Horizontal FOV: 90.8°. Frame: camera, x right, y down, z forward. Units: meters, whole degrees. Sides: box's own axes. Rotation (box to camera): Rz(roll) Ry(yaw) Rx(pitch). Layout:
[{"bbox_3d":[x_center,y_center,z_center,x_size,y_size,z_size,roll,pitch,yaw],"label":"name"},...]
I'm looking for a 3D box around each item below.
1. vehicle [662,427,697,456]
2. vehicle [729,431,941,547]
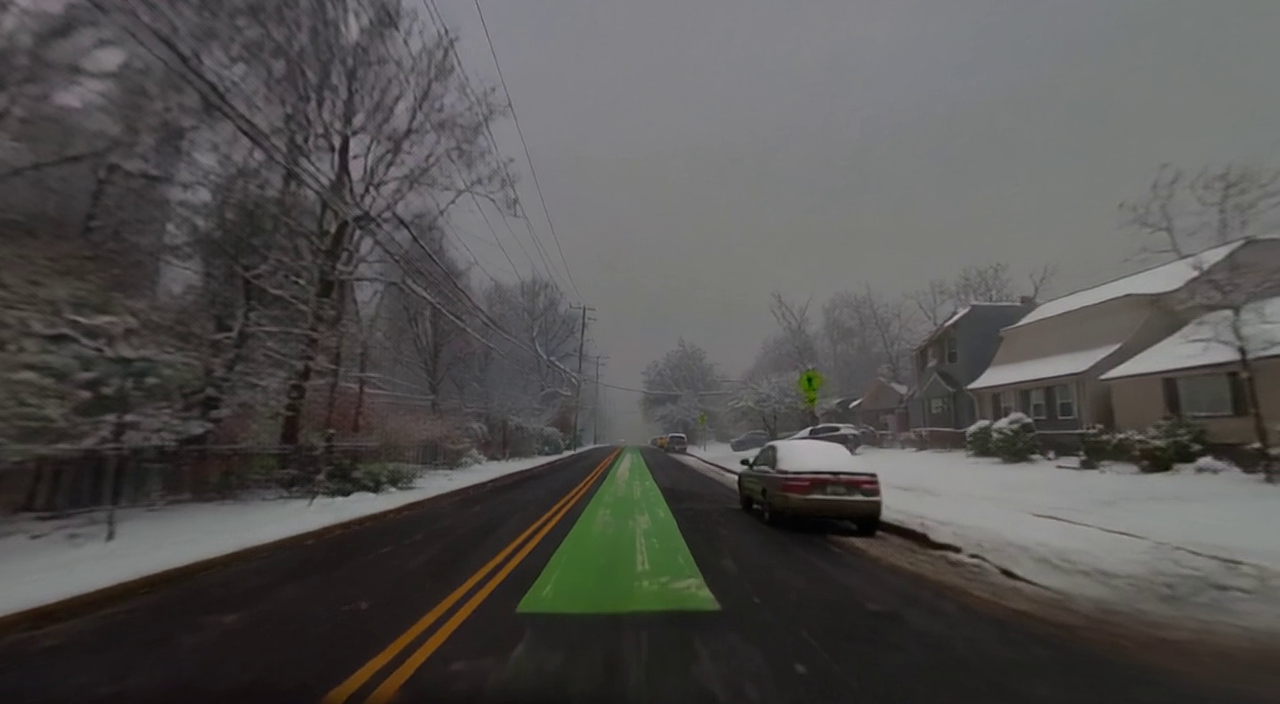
[{"bbox_3d":[2.979,6.951,48.836,2.347,2.070,5.735,0,-8,0],"label":"vehicle"},{"bbox_3d":[3.021,2.245,11.280,1.989,1.545,5.423,0,-8,-1],"label":"vehicle"}]
